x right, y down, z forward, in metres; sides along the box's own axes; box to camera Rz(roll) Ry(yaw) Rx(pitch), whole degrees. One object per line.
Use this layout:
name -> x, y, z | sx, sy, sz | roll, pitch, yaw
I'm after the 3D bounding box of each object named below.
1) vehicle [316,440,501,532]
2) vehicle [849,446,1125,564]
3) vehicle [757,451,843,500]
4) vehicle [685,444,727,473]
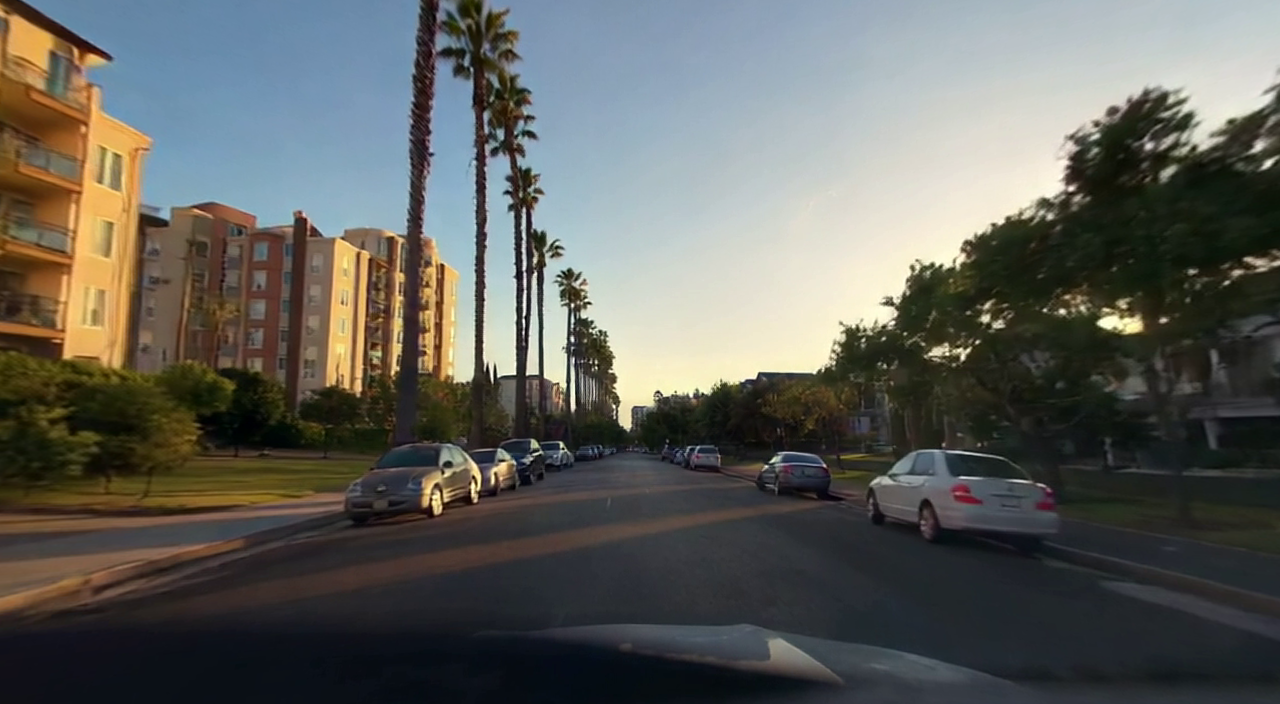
vehicle -> -4.521, 2.688, 13.324 | 2.066, 1.506, 4.719 | 1, -9, 0
vehicle -> 5.448, 2.417, 10.843 | 2.121, 1.568, 4.473 | 0, -9, -1
vehicle -> 5.249, 4.063, 21.199 | 1.812, 1.461, 3.575 | 0, -9, -2
vehicle -> 4.263, 7.004, 41.733 | 1.969, 1.782, 4.677 | 1, -9, -4
